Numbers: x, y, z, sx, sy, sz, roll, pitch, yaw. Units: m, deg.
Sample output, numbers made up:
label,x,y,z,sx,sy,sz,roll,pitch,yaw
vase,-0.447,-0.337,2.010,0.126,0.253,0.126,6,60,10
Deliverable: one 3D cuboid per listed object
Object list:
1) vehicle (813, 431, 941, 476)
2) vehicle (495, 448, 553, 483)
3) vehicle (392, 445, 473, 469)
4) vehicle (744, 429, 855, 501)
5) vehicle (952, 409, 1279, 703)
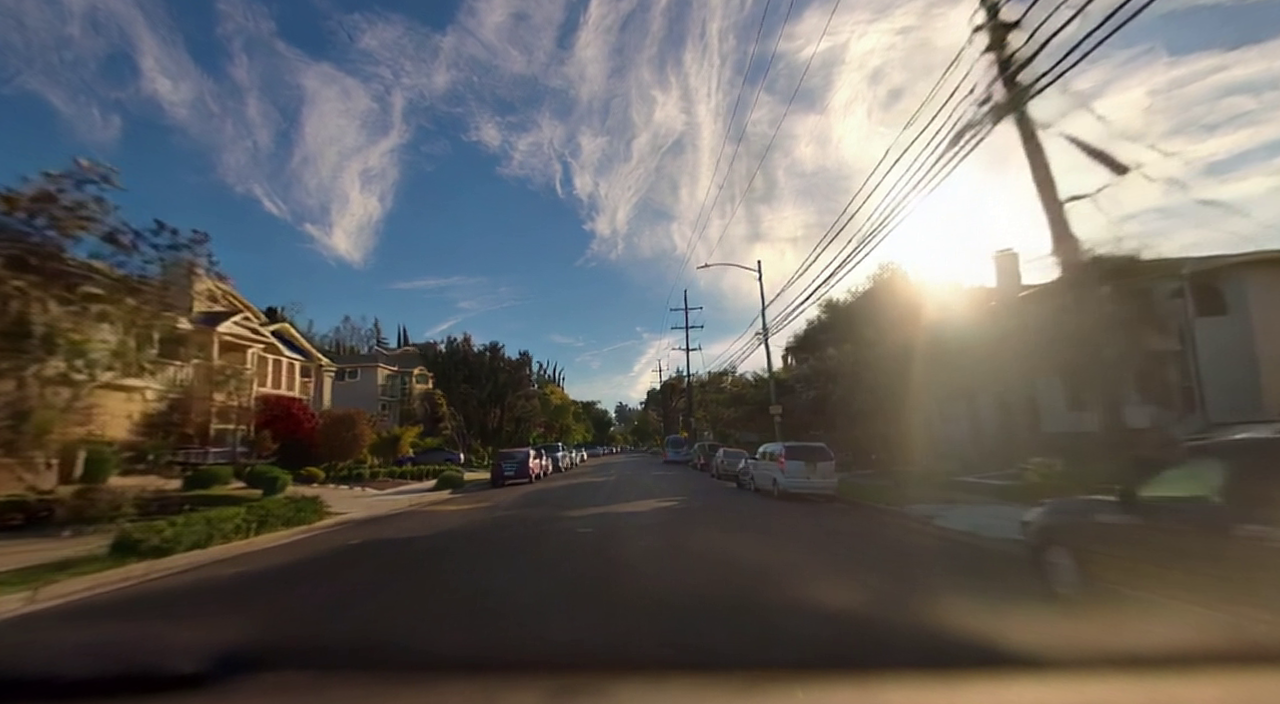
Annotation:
label,x,y,z,sx,sy,sz,roll,pitch,yaw
vehicle,10.717,4.637,28.911,4.989,1.840,2.096,-1,-9,2
vehicle,-5.415,5.338,29.974,2.031,1.468,4.165,-2,-9,0
vehicle,-13.152,6.680,40.254,4.556,1.510,1.843,0,-9,-2
vehicle,4.556,3.299,18.838,2.086,1.885,4.323,0,-8,-1
vehicle,4.377,1.198,4.030,1.998,1.573,5.318,0,-8,-1
